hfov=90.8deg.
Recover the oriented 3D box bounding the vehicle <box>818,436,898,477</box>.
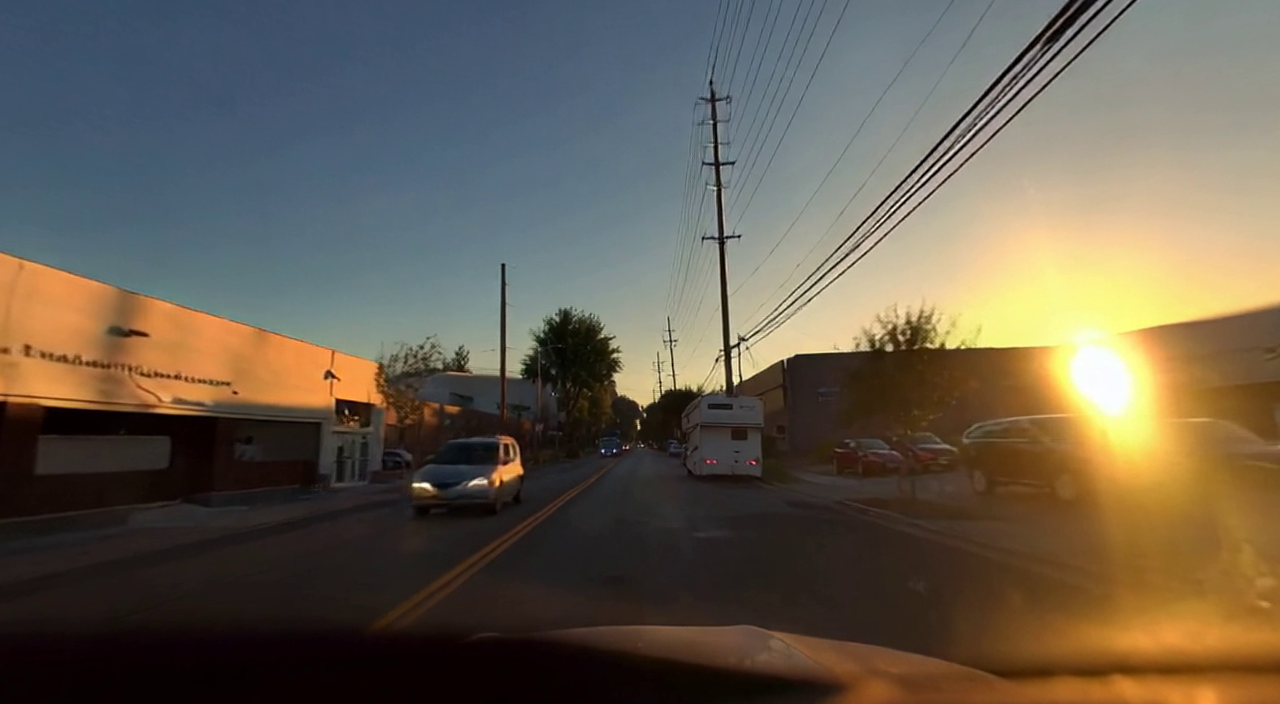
[{"bbox_3d":[9.513,4.594,27.970,2.039,1.662,4.304,0,-8,1],"label":"vehicle"}]

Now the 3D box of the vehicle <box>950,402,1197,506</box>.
[{"bbox_3d":[9.388,2.276,14.375,2.111,1.939,4.756,0,-8,-1],"label":"vehicle"}]

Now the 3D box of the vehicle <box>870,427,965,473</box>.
[{"bbox_3d":[12.163,4.331,28.084,2.022,1.849,4.509,0,-8,-2],"label":"vehicle"}]

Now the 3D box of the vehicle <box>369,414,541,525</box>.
[{"bbox_3d":[-3.753,2.493,13.963,2.307,1.998,4.734,0,-8,1],"label":"vehicle"}]

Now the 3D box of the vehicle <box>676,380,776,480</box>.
[{"bbox_3d":[3.752,3.911,29.883,3.029,3.860,7.726,-5,-10,-3],"label":"vehicle"}]
